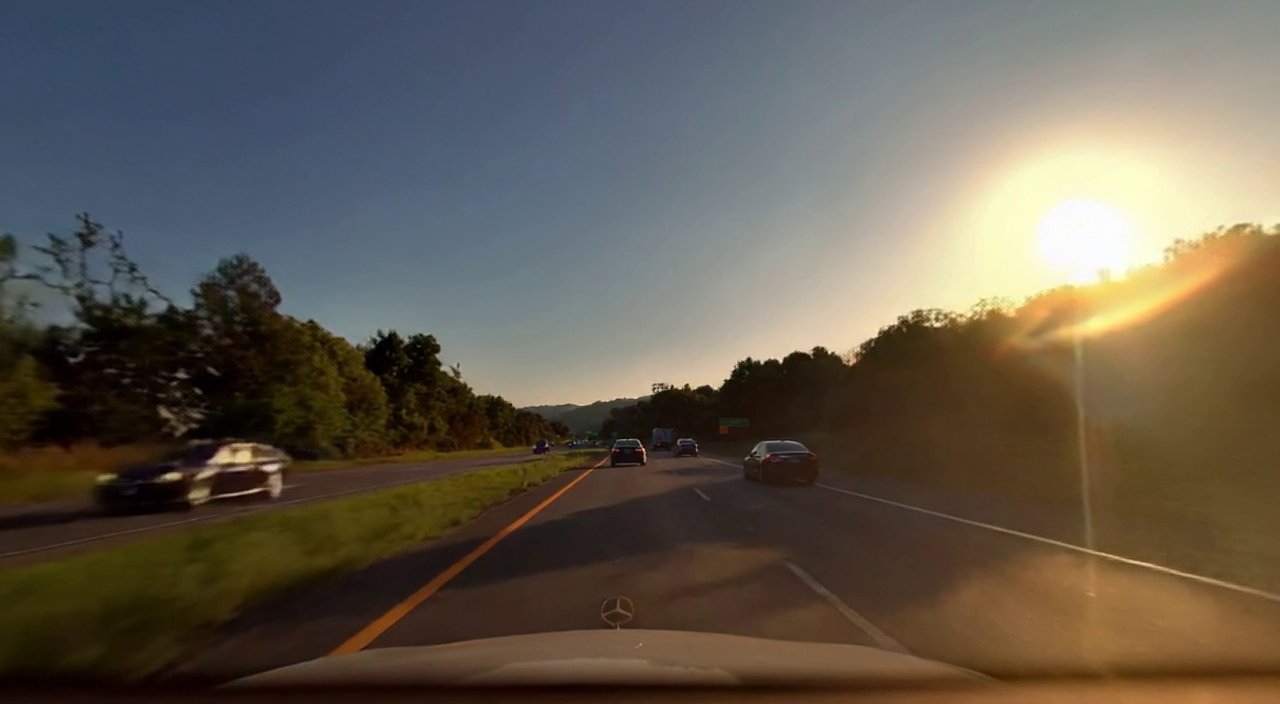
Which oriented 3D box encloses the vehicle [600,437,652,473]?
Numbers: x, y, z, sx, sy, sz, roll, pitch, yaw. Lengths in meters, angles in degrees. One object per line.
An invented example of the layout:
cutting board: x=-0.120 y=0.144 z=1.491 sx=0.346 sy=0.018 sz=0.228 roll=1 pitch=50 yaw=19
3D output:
vehicle: x=-0.594 y=4.517 z=27.945 sx=2.143 sy=1.466 sz=3.693 roll=0 pitch=-8 yaw=-1

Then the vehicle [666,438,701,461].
vehicle: x=2.988 y=6.801 z=44.236 sx=2.004 sy=1.469 sz=4.472 roll=0 pitch=-8 yaw=-2

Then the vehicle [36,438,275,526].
vehicle: x=-9.329 y=2.468 z=12.615 sx=1.855 sy=1.458 sz=3.717 roll=0 pitch=-8 yaw=-1

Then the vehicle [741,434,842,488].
vehicle: x=4.644 y=3.376 z=20.010 sx=2.066 sy=1.526 sz=4.216 roll=0 pitch=-8 yaw=-1
